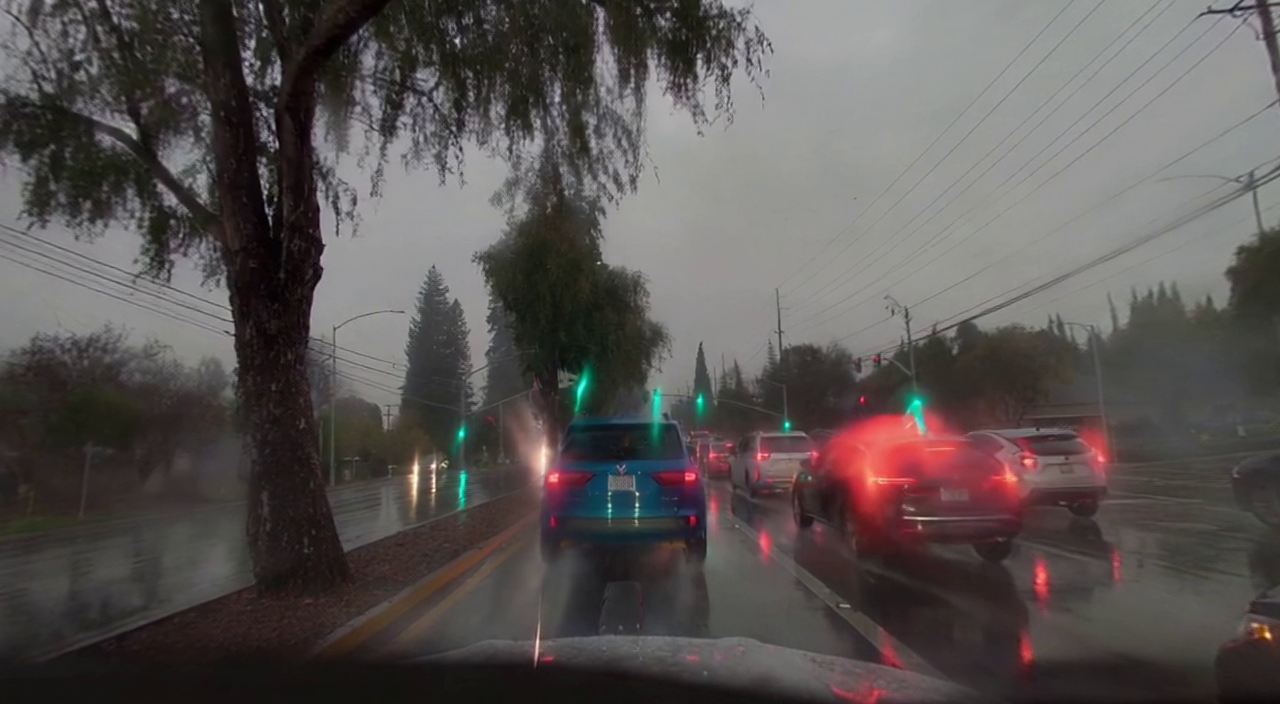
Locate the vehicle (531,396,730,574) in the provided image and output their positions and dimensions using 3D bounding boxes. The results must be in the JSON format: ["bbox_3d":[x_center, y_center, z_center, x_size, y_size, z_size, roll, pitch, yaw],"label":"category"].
[{"bbox_3d":[-0.140,1.817,9.353,2.231,1.998,4.254,0,-9,-1],"label":"vehicle"}]

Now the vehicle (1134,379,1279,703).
[{"bbox_3d":[3.276,0.629,0.740,1.889,1.517,4.308,0,-9,0],"label":"vehicle"}]

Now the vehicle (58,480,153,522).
[{"bbox_3d":[-26.381,7.355,31.177,4.526,1.715,1.989,-11,-13,28],"label":"vehicle"}]

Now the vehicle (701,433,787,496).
[{"bbox_3d":[3.142,3.484,19.930,1.915,1.765,4.047,0,-9,-1],"label":"vehicle"}]

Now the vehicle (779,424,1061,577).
[{"bbox_3d":[3.432,1.890,8.892,1.880,1.579,4.401,0,-9,-1],"label":"vehicle"}]
